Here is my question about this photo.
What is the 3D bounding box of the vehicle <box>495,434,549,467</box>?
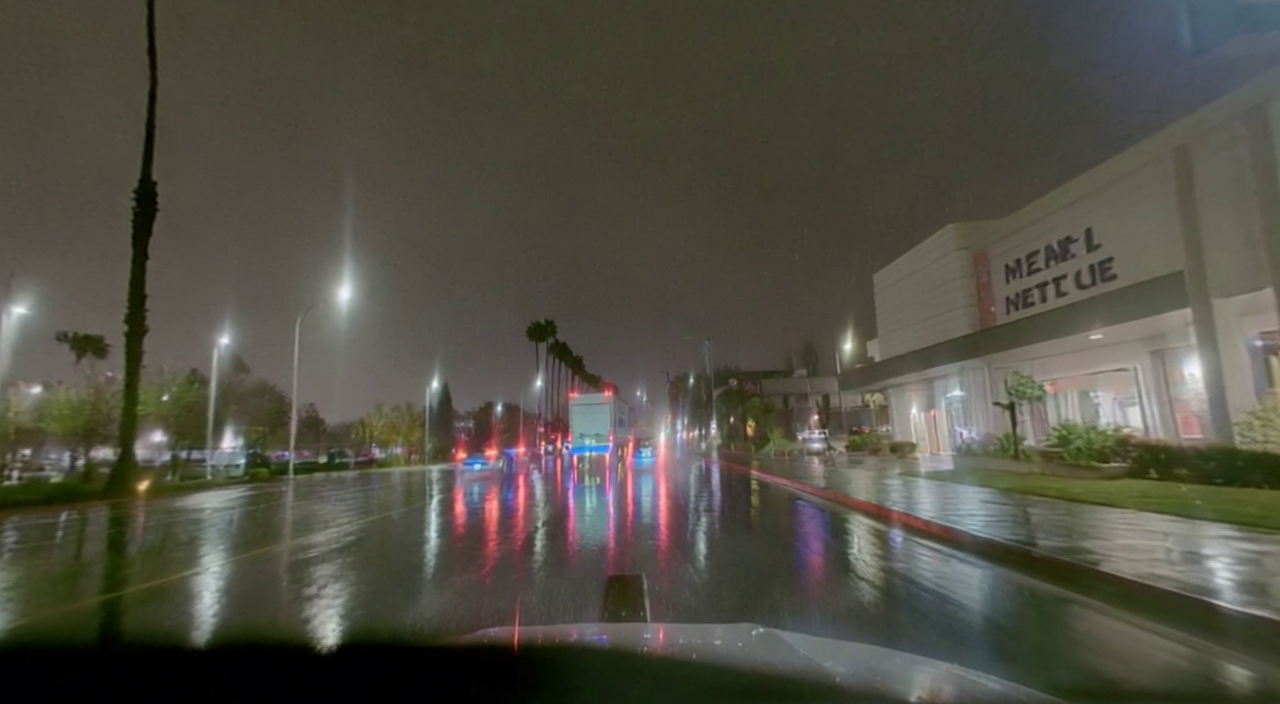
[{"bbox_3d":[-6.621,5.577,35.777,2.143,1.736,4.648,0,-9,1],"label":"vehicle"}]

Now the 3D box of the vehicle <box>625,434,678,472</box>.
[{"bbox_3d":[0.492,4.346,27.240,2.144,1.514,4.063,0,-9,1],"label":"vehicle"}]

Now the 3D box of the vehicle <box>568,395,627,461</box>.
[{"bbox_3d":[-2.614,5.404,43.285,2.992,3.949,11.815,0,-9,1],"label":"vehicle"}]

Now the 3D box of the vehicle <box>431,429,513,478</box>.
[{"bbox_3d":[-6.845,4.180,26.057,2.014,1.830,4.281,0,-9,3],"label":"vehicle"}]
